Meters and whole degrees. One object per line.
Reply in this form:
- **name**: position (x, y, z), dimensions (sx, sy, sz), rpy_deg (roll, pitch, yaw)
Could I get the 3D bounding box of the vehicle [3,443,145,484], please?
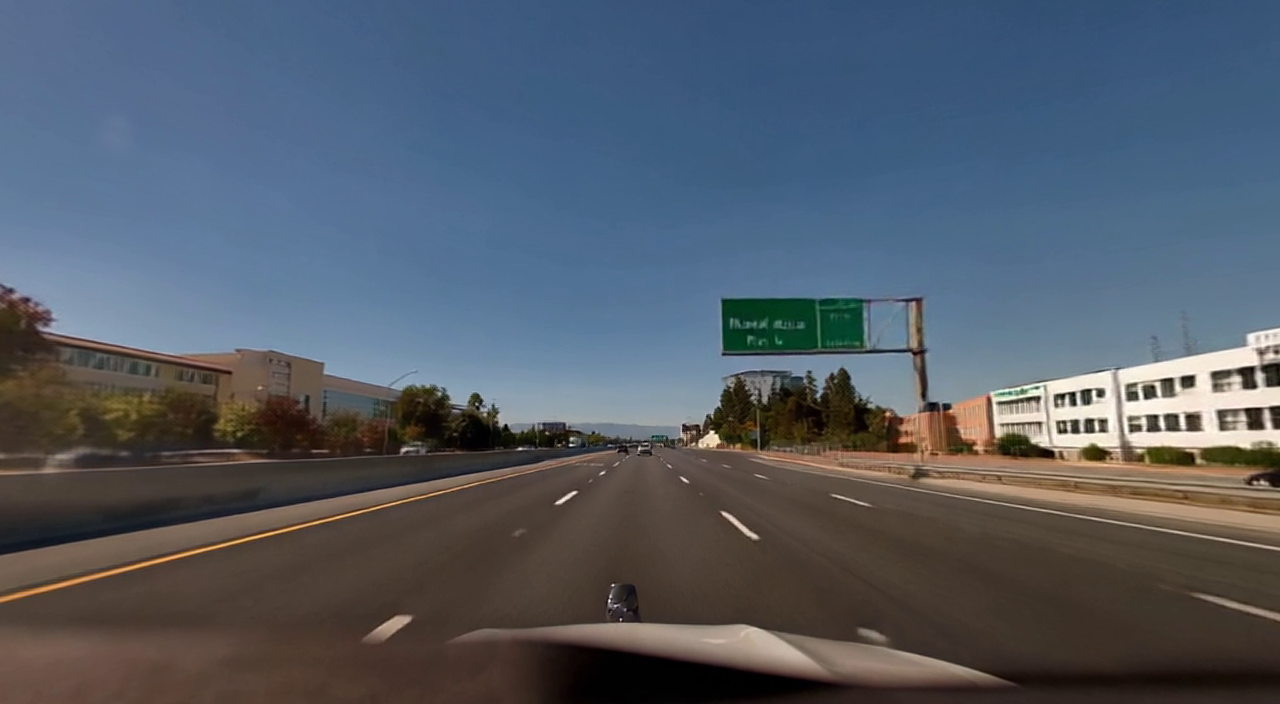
- **vehicle**: position (-23.900, 4.692, 26.841), dimensions (1.875, 1.547, 4.382), rpy_deg (0, -9, 1)
